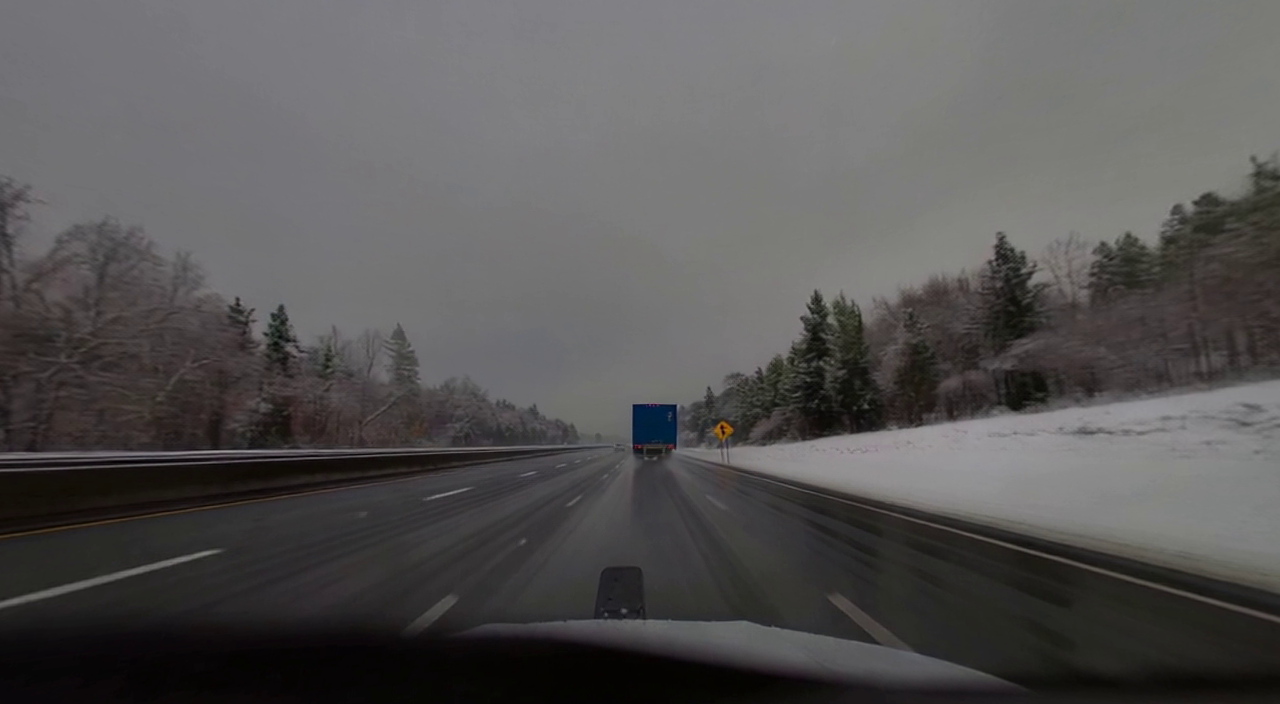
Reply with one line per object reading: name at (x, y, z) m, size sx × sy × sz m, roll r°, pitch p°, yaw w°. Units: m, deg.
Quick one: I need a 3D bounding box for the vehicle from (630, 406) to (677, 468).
vehicle at (0.823, 6.432, 46.908) m, size 3.055 × 4.009 × 10.972 m, roll 0°, pitch -9°, yaw -1°
